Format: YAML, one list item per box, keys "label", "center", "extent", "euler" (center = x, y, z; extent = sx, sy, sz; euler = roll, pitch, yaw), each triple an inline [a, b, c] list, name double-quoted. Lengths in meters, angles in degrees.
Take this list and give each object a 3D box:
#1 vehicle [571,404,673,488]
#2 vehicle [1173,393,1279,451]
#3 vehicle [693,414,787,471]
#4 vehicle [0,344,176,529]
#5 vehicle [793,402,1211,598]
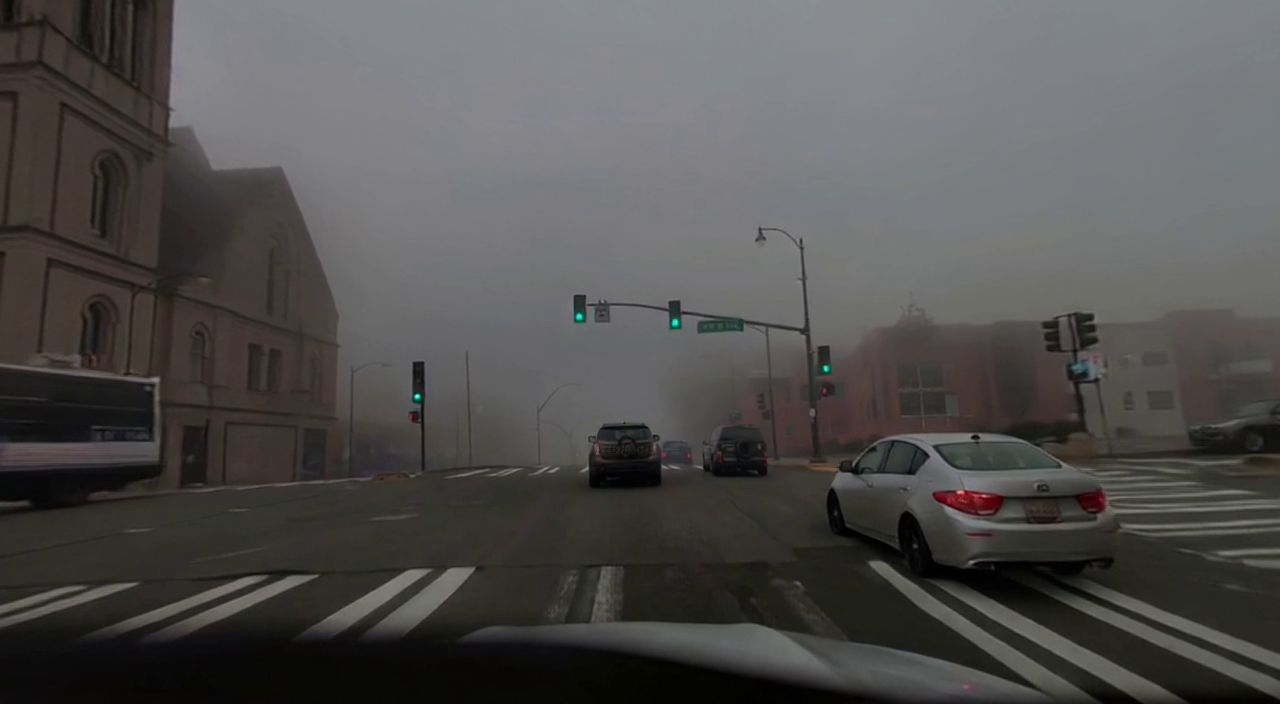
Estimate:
- label: "vehicle"
  center: [-0.494, 2.305, 15.550]
  extent: [2.168, 1.776, 4.135]
  euler: [1, -8, -3]
- label: "vehicle"
  center: [17.429, 1.929, 17.103]
  extent: [4.391, 1.484, 1.763]
  euler: [0, -9, -2]
- label: "vehicle"
  center: [2.829, 2.703, 18.847]
  extent: [1.890, 1.491, 4.166]
  euler: [0, -8, -3]
- label: "vehicle"
  center: [-14.756, 1.786, 13.389]
  extent: [3.126, 3.773, 8.662]
  euler: [0, -8, 0]
- label: "vehicle"
  center: [3.322, 1.451, 7.099]
  extent: [1.883, 1.472, 4.471]
  euler: [0, -8, -3]
